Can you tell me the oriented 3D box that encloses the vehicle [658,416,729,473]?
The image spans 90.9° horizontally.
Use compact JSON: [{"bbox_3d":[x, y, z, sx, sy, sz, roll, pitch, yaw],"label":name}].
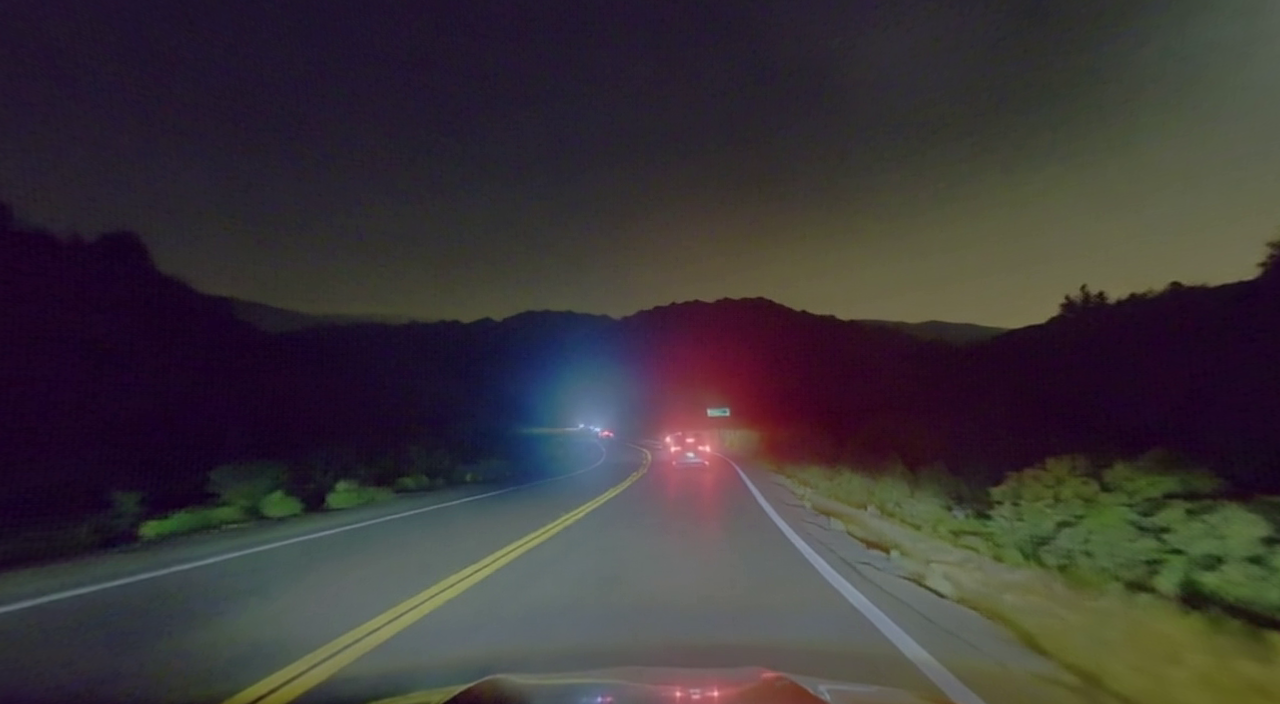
[{"bbox_3d":[2.041,3.696,25.329,2.500,1.961,5.637,-1,-8,3],"label":"vehicle"}]
